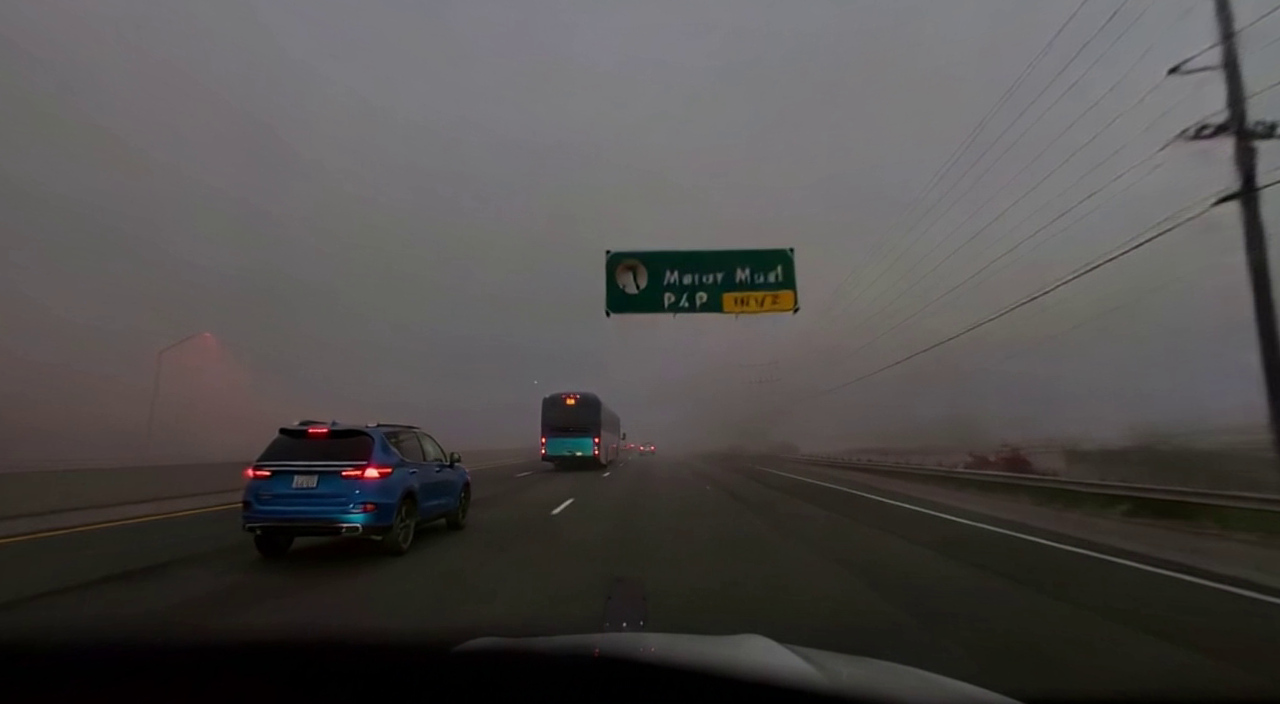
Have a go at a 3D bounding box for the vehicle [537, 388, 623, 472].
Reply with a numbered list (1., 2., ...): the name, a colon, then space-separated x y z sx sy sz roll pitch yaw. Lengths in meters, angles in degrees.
1. vehicle: -2.860 4.451 34.328 3.382 3.712 11.766 1 -9 1

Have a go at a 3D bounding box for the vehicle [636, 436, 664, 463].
1. vehicle: 0.726 7.598 49.172 2.083 2.001 4.782 0 -9 0

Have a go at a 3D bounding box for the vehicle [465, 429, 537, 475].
1. vehicle: -7.006 5.136 32.518 2.282 2.116 6.030 0 -8 1

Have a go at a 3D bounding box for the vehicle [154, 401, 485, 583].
1. vehicle: -3.619 1.664 8.247 2.021 1.730 4.223 0 -8 1
